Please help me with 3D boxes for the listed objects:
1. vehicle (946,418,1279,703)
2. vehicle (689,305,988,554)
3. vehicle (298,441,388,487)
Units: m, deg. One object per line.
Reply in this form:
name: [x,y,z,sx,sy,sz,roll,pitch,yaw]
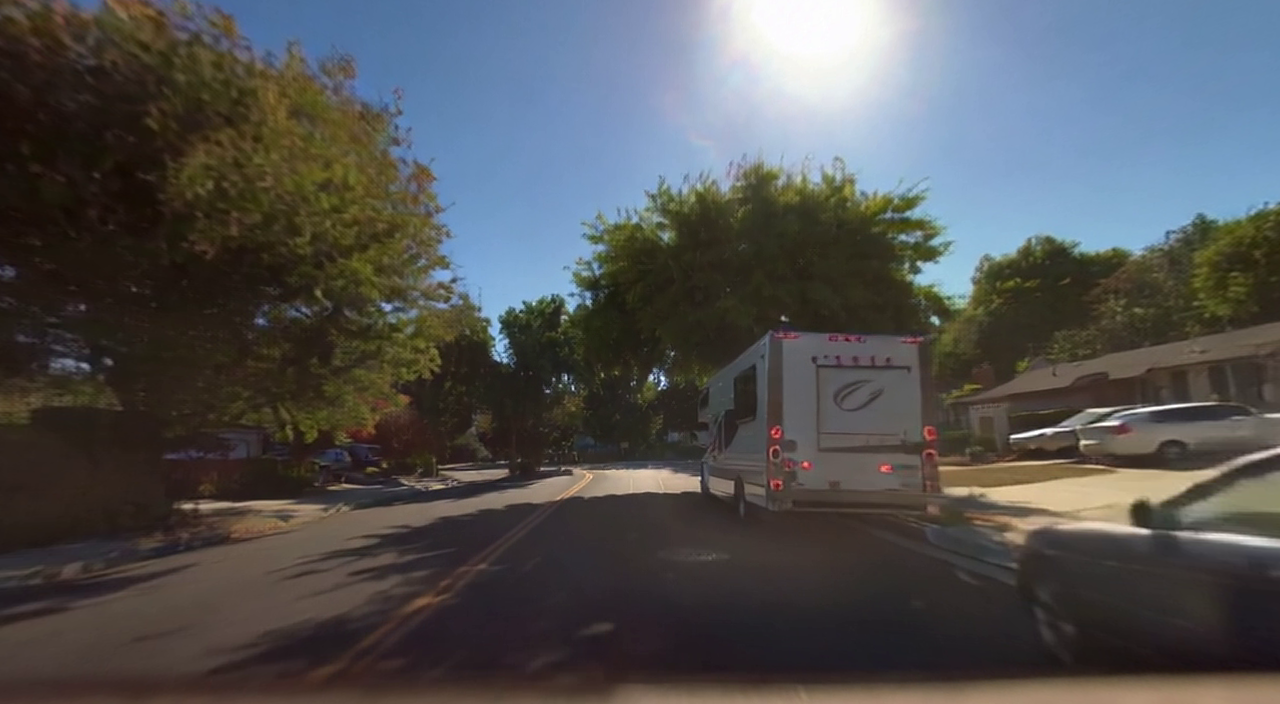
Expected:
vehicle: [3.184,0.919,2.008,1.870,1.429,4.743,0,-8,-2]
vehicle: [2.907,1.626,12.721,2.915,3.243,8.972,0,-8,-1]
vehicle: [-13.253,5.006,28.475,2.111,1.856,4.803,0,-9,-6]
